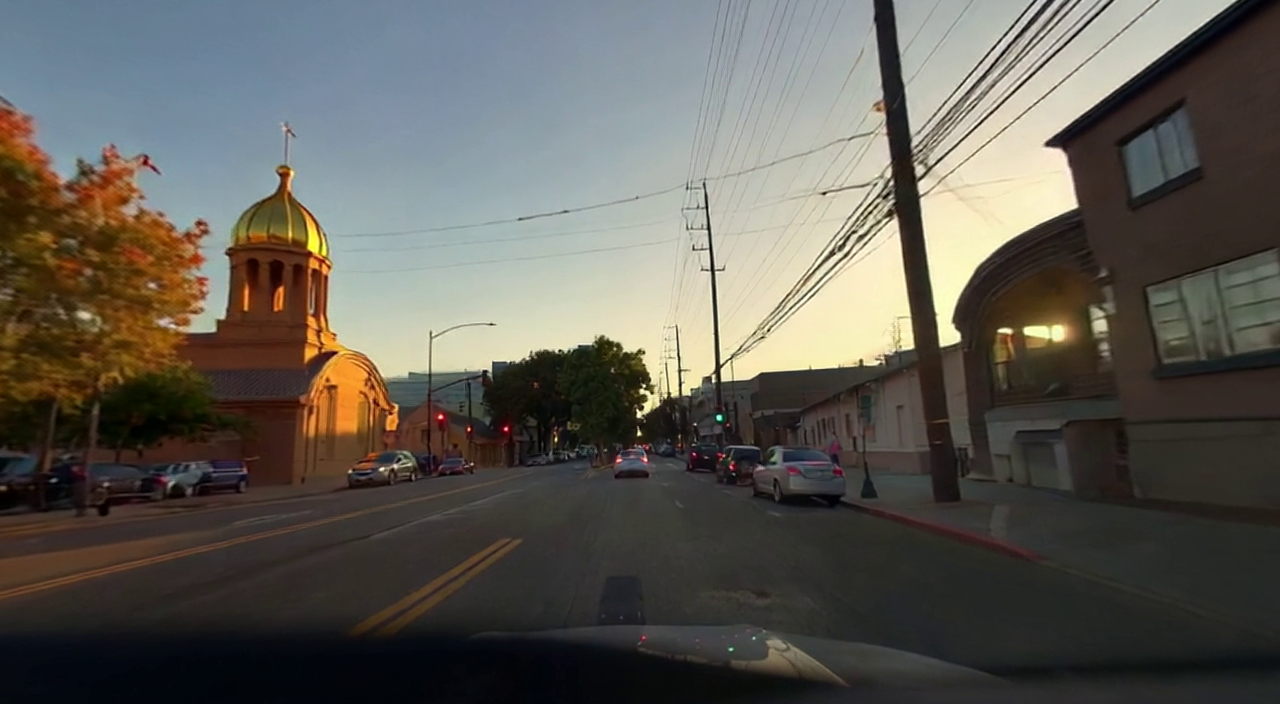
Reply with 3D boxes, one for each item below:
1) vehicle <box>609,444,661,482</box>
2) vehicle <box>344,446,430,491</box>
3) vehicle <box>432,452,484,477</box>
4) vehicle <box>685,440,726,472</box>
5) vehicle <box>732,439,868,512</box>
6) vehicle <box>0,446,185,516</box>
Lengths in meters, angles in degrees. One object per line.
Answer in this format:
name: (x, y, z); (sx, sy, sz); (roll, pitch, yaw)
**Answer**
vehicle: (-0.220, 4.723, 27.198); (2.049, 1.453, 4.299); (0, -8, -1)
vehicle: (-12.258, 5.624, 31.006); (2.071, 1.814, 5.185); (-4, -8, 0)
vehicle: (-12.061, 7.472, 42.244); (1.980, 1.502, 4.655); (-1, -8, 2)
vehicle: (3.818, 6.160, 37.515); (2.015, 1.780, 4.261); (0, -8, 1)
vehicle: (3.743, 2.962, 15.741); (1.944, 1.530, 4.539); (0, -8, -3)
vehicle: (-18.531, 4.294, 21.254); (4.888, 1.920, 2.055); (-4, -9, 0)
